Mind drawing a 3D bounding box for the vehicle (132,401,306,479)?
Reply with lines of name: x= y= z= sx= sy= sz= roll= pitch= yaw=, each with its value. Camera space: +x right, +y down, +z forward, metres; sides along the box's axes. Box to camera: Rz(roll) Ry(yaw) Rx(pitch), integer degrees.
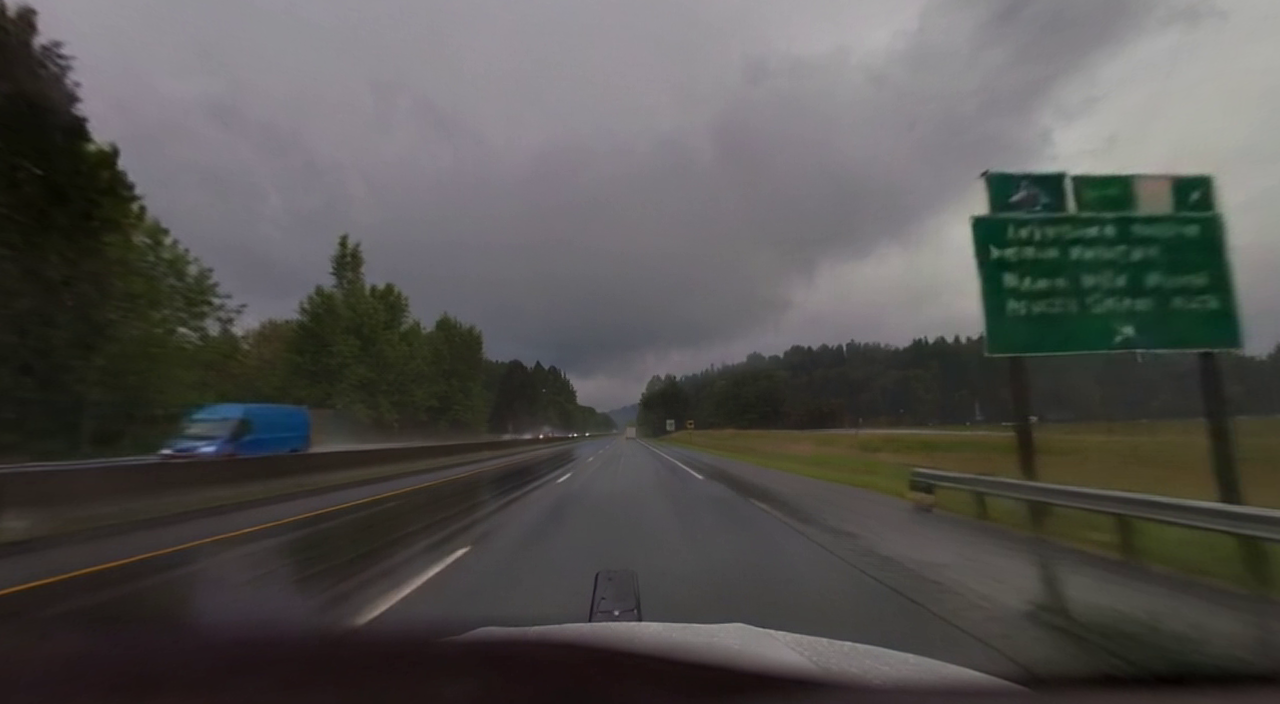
vehicle: x=-17.641 y=3.754 z=27.129 sx=2.639 sy=2.882 sz=6.998 roll=0 pitch=-8 yaw=-1
